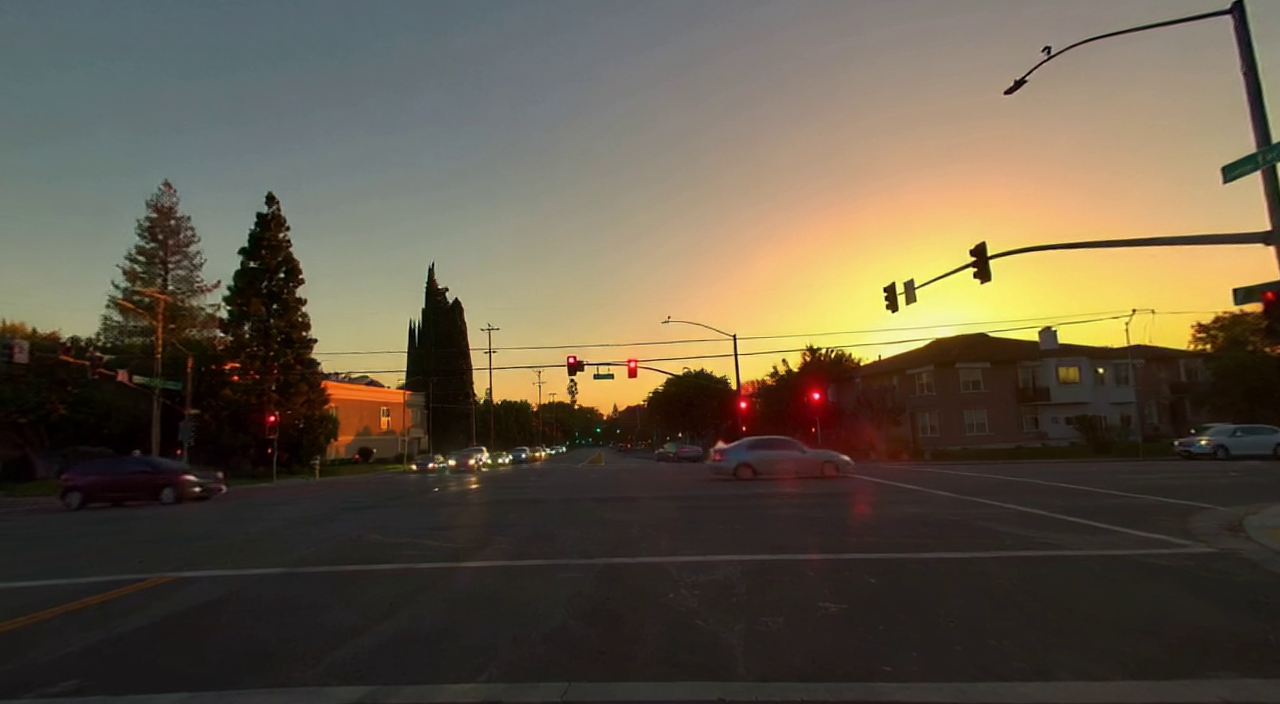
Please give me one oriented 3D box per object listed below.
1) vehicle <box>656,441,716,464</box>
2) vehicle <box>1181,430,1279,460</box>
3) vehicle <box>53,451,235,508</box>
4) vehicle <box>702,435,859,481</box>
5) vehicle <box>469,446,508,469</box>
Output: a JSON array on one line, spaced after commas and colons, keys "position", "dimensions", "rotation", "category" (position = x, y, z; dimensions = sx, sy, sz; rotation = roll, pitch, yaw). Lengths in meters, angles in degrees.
[{"position": [3.177, 7.102, 44.908], "dimensions": [1.932, 1.539, 4.873], "rotation": [4, -10, -28], "category": "vehicle"}, {"position": [31.333, 4.882, 33.015], "dimensions": [4.318, 1.488, 1.870], "rotation": [0, -9, -1], "category": "vehicle"}, {"position": [-16.498, 4.239, 21.189], "dimensions": [4.431, 1.739, 1.935], "rotation": [-1, -9, 1], "category": "vehicle"}, {"position": [4.645, 3.589, 21.506], "dimensions": [4.823, 1.449, 2.017], "rotation": [0, -9, -1], "category": "vehicle"}, {"position": [-10.686, 7.454, 44.768], "dimensions": [1.881, 1.509, 3.377], "rotation": [0, -9, 1], "category": "vehicle"}]
